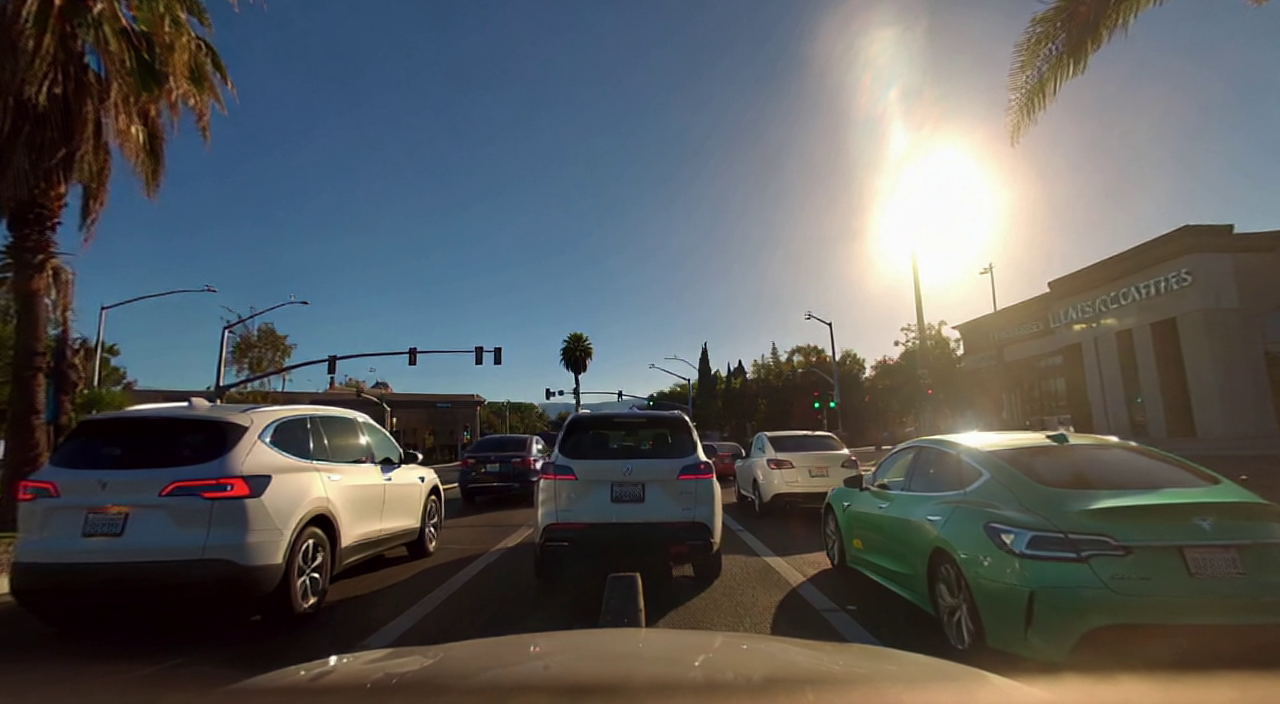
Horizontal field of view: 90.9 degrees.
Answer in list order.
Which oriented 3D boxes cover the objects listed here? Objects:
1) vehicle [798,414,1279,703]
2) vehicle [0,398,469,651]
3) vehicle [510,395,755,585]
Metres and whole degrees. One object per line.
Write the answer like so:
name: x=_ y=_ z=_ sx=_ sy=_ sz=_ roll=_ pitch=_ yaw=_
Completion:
vehicle: x=2.969 y=1.388 z=5.355 sx=2.017 sy=1.491 sz=4.611 roll=0 pitch=-8 yaw=-1
vehicle: x=-3.355 y=1.385 z=6.158 sx=2.014 sy=1.534 sz=4.455 roll=0 pitch=-8 yaw=1
vehicle: x=-0.132 y=1.604 z=8.127 sx=2.280 sy=1.747 sz=4.361 roll=0 pitch=-8 yaw=-2
